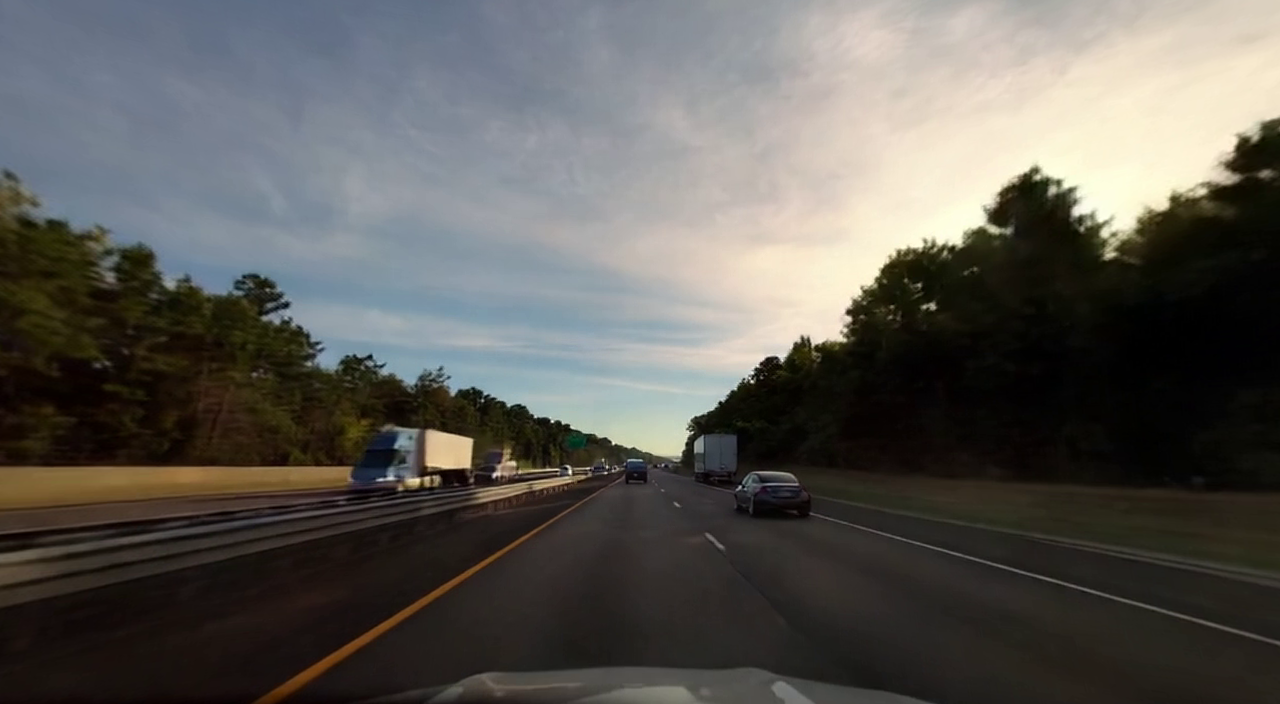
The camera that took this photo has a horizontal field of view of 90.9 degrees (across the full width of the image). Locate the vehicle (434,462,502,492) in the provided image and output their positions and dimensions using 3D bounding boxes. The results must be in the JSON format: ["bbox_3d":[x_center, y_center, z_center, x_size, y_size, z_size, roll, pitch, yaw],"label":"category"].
[{"bbox_3d":[-9.297,6.832,34.585,2.180,1.464,5.054,0,-10,1],"label":"vehicle"}]

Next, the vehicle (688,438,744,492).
[{"bbox_3d":[4.533,6.949,38.782,2.563,2.975,6.941,1,-10,0],"label":"vehicle"}]

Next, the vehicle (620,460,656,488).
[{"bbox_3d":[-0.107,8.047,41.591,2.212,1.717,4.452,0,-10,1],"label":"vehicle"}]

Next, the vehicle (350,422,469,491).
[{"bbox_3d":[-13.417,6.371,37.986,3.347,3.521,9.713,0,-10,1],"label":"vehicle"}]

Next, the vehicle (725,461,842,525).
[{"bbox_3d":[3.882,3.957,18.105,2.073,1.532,4.969,1,-10,-2],"label":"vehicle"}]
